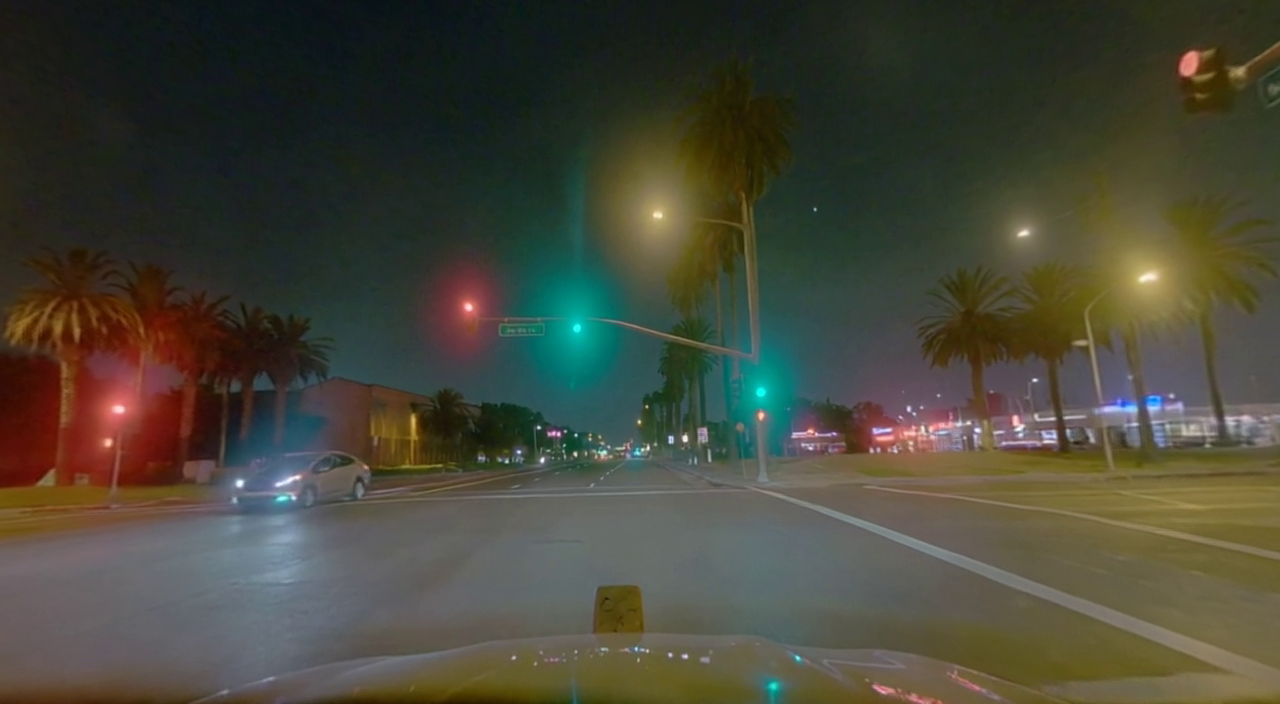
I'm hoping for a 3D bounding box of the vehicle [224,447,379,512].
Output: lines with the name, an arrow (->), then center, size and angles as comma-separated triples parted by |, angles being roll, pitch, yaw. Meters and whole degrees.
vehicle -> -10.727, 4.017, 20.504 | 2.270, 1.833, 4.860 | 0, -9, 1
